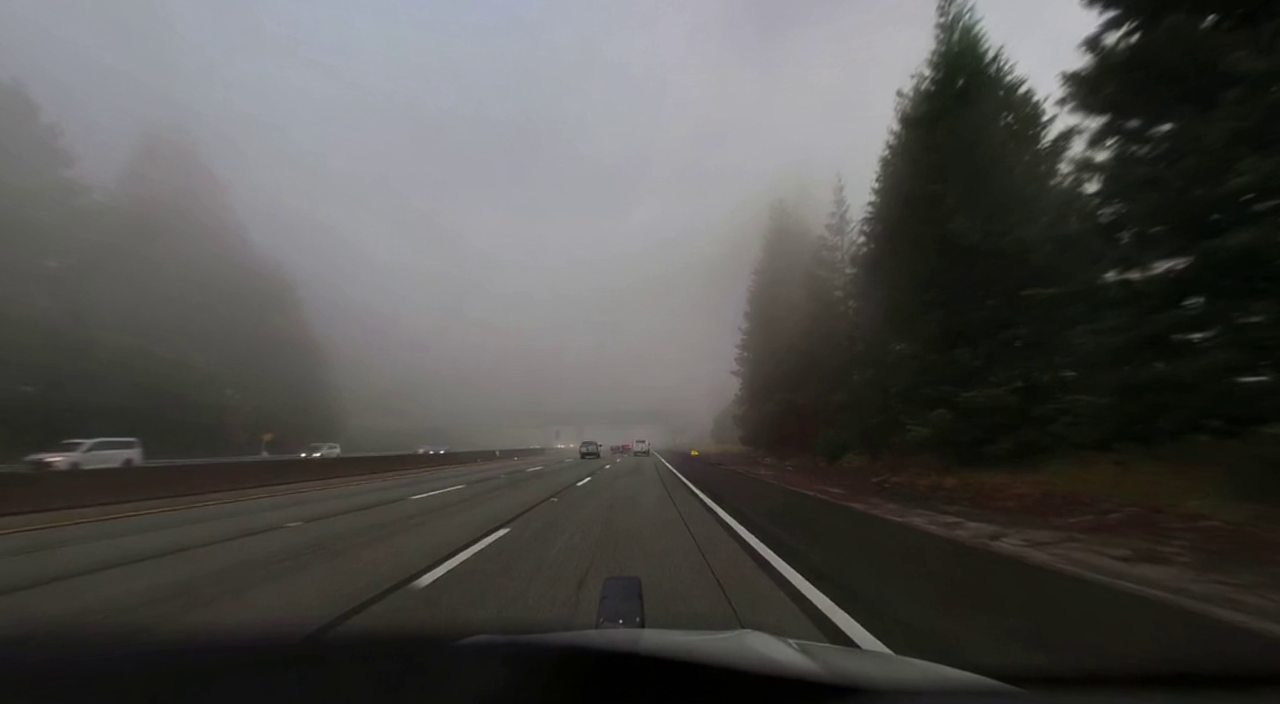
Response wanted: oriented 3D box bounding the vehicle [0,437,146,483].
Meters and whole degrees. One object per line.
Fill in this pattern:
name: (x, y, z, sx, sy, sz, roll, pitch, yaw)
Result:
vehicle: (-32.028, 6.027, 35.504, 2.710, 2.314, 6.710, 0, -9, 2)
